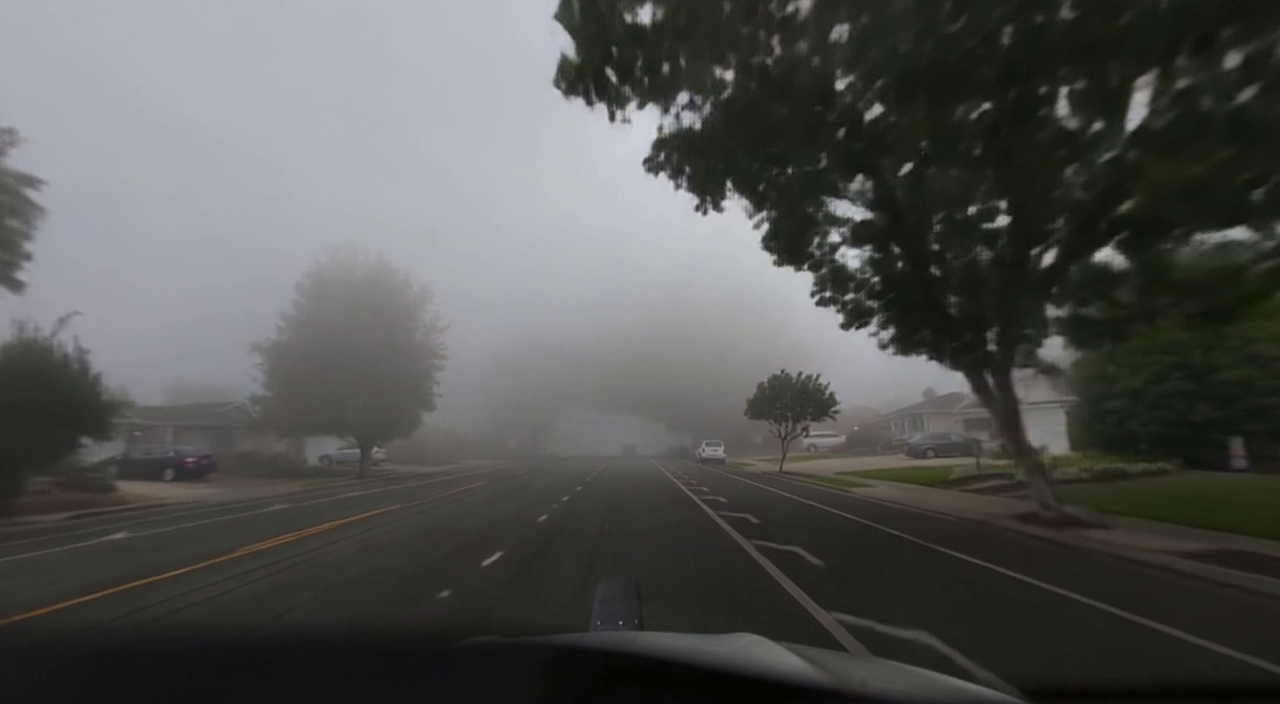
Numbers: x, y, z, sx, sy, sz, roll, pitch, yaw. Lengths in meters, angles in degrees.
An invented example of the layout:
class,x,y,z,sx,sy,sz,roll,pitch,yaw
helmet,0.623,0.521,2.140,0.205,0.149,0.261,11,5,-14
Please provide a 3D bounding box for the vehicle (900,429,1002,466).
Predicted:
class,x,y,z,sx,sy,sz,roll,pitch,yaw
vehicle,15.445,4.756,31.538,4.010,1.751,1.922,-1,-8,3

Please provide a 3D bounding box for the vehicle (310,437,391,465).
class,x,y,z,sx,sy,sz,roll,pitch,yaw
vehicle,-20.358,6.992,44.560,4.564,1.895,2.221,-1,-8,6

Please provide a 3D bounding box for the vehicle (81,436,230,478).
class,x,y,z,sx,sy,sz,roll,pitch,yaw
vehicle,-21.944,4.773,28.813,4.889,1.822,2.159,0,-8,-2

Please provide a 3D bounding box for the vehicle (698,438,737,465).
class,x,y,z,sx,sy,sz,roll,pitch,yaw
vehicle,5.127,6.671,42.412,2.001,1.693,4.311,0,-8,-1
